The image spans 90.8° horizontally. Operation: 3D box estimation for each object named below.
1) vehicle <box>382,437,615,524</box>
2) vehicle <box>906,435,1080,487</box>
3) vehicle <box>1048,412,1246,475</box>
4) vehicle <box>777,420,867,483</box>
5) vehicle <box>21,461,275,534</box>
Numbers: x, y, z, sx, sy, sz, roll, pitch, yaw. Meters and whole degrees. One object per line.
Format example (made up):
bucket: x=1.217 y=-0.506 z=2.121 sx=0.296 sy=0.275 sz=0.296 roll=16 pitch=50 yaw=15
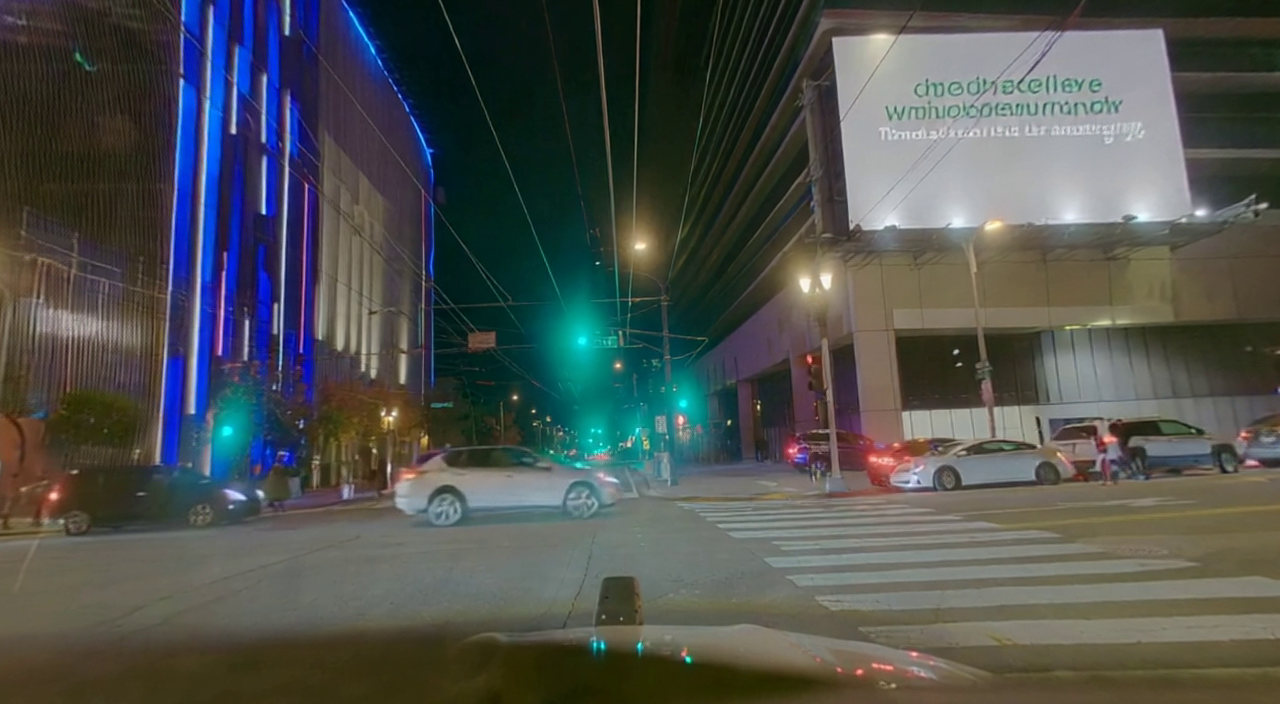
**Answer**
vehicle: x=-2.932 y=2.779 z=13.914 sx=4.629 sy=1.696 sz=2.098 roll=1 pitch=-11 yaw=-7
vehicle: x=11.388 y=3.518 z=20.546 sx=4.697 sy=1.510 sz=1.596 roll=0 pitch=-9 yaw=-4
vehicle: x=16.753 y=3.044 z=21.064 sx=4.944 sy=1.946 sz=1.952 roll=0 pitch=-8 yaw=-3
vehicle: x=7.513 y=4.102 z=26.624 sx=2.316 sy=2.425 sz=4.466 roll=1 pitch=-7 yaw=-2
vehicle: x=-12.183 y=3.609 z=15.951 sx=4.637 sy=1.624 sz=1.927 roll=0 pitch=-9 yaw=-4
